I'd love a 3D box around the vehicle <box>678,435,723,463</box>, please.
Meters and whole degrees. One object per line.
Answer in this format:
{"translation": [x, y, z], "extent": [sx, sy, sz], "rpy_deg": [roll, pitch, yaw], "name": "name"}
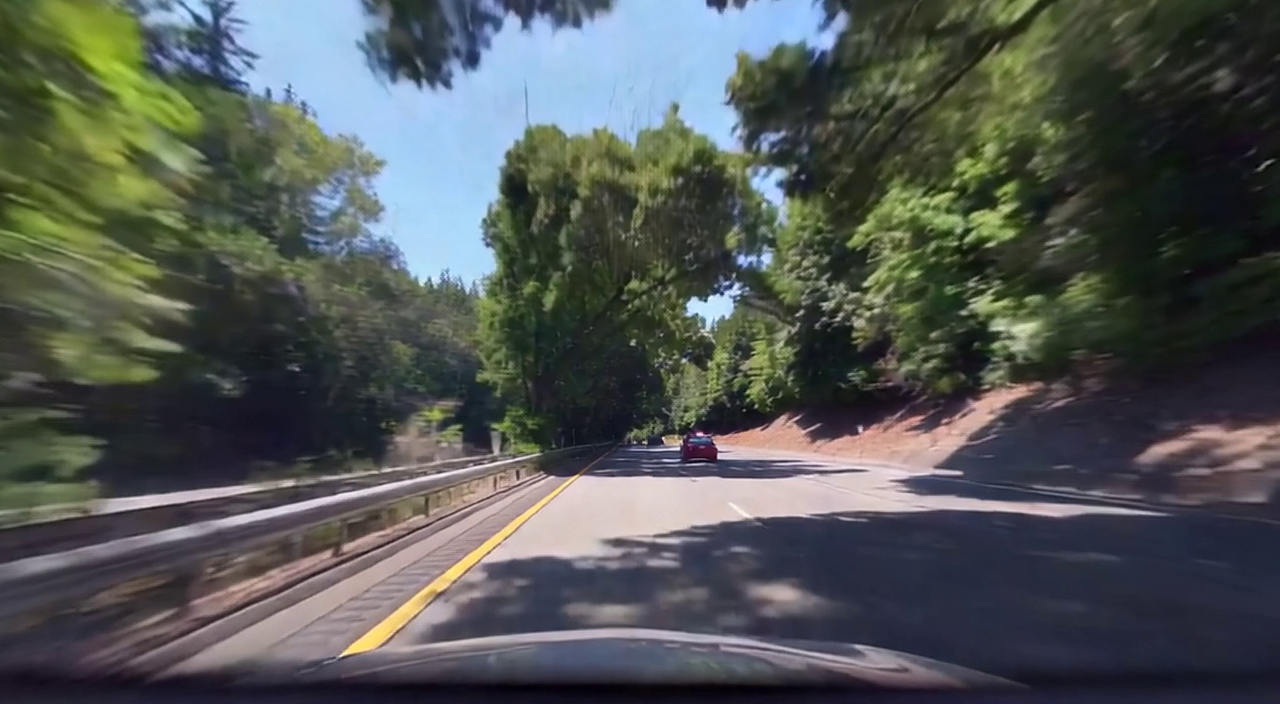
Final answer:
{"translation": [3.335, 5.411, 35.416], "extent": [2.017, 1.502, 4.369], "rpy_deg": [0, -8, -1], "name": "vehicle"}
